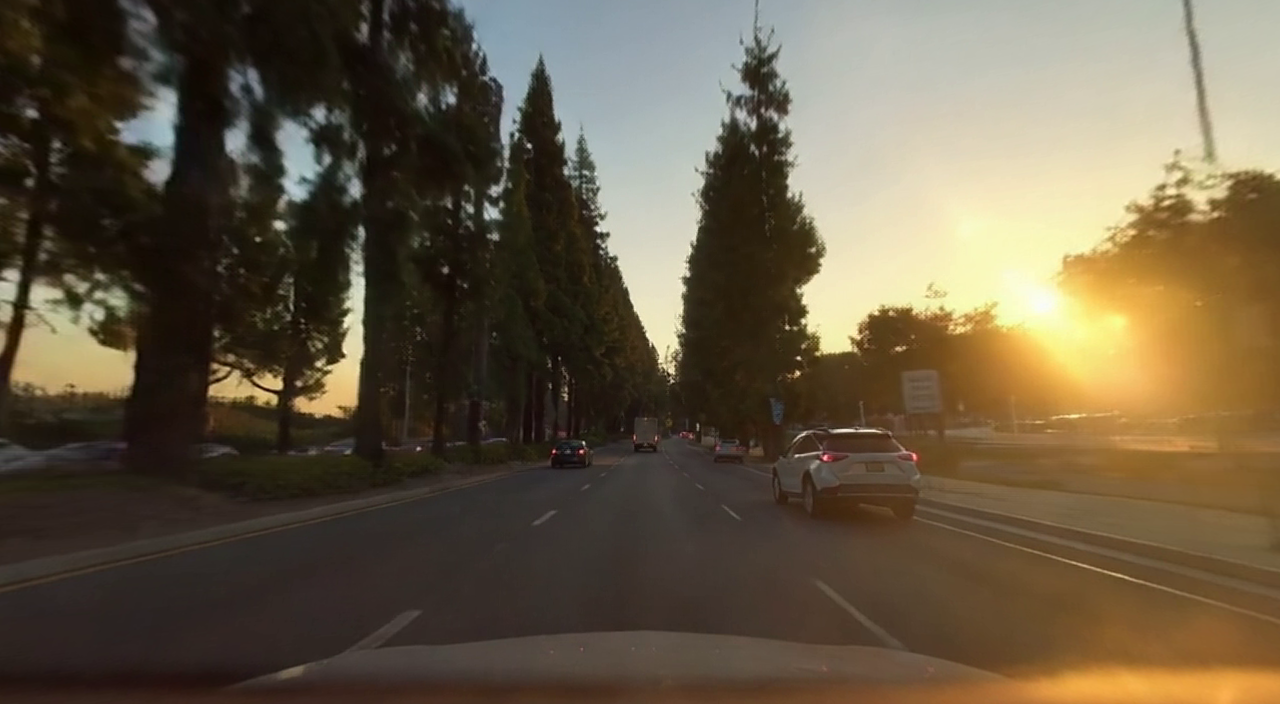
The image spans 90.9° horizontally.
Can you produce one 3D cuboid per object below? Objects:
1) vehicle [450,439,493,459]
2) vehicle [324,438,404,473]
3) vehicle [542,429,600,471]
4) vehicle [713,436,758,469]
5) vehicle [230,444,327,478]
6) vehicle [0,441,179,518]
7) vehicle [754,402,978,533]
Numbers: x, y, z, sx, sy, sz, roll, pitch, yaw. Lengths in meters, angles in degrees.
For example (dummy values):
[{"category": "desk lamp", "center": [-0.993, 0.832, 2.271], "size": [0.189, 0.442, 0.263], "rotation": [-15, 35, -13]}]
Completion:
[{"category": "vehicle", "center": [-12.828, 7.429, 48.345], "size": [1.897, 1.472, 4.592], "rotation": [0, -8, 2]}, {"category": "vehicle", "center": [-13.652, 5.135, 31.464], "size": [2.181, 1.604, 3.944], "rotation": [0, -8, 1]}, {"category": "vehicle", "center": [-3.395, 4.971, 31.985], "size": [2.255, 1.940, 4.822], "rotation": [0, -8, 2]}, {"category": "vehicle", "center": [5.531, 5.902, 37.143], "size": [2.280, 1.757, 4.572], "rotation": [-1, -8, 4]}, {"category": "vehicle", "center": [-17.137, 5.150, 30.169], "size": [1.819, 1.470, 4.631], "rotation": [0, -8, 1]}, {"category": "vehicle", "center": [-13.826, 2.900, 14.893], "size": [2.142, 1.528, 4.804], "rotation": [0, -8, 1]}, {"category": "vehicle", "center": [4.022, 2.220, 12.752], "size": [2.381, 2.008, 5.971], "rotation": [0, -8, 1]}]
